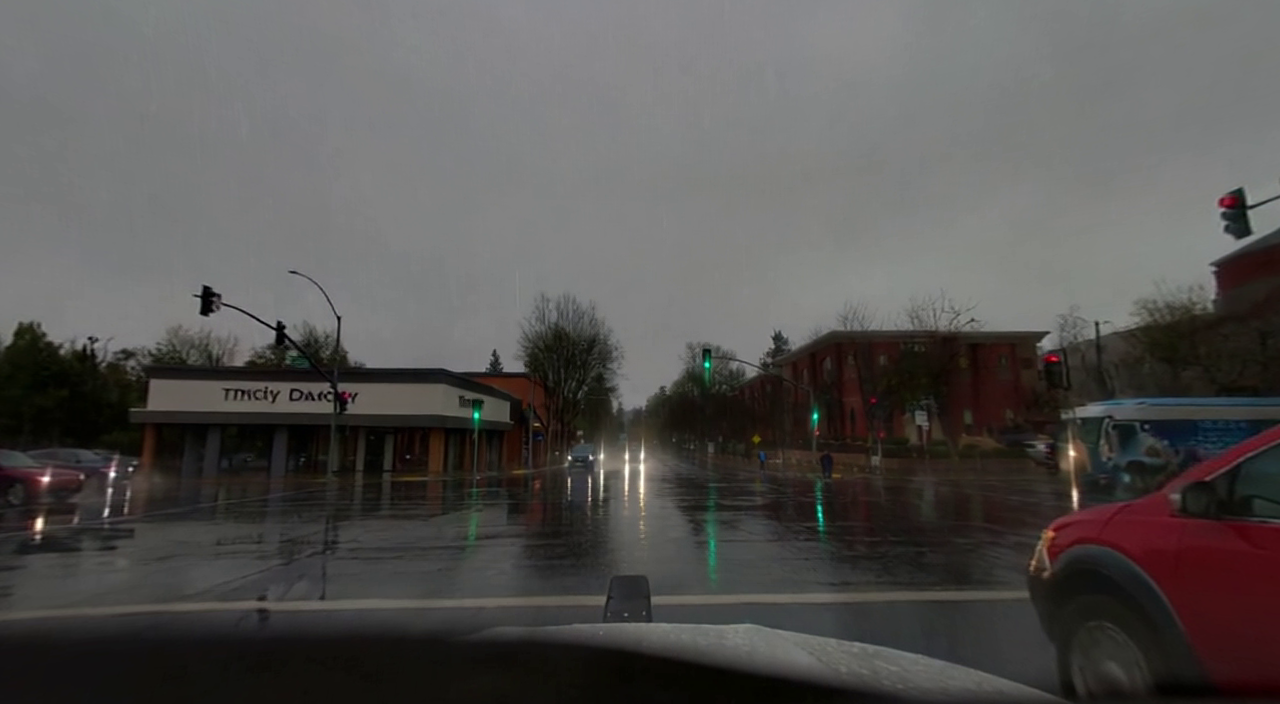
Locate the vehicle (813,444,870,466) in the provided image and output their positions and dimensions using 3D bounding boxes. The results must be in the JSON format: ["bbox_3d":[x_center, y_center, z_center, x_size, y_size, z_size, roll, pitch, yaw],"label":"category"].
[{"bbox_3d":[15.087,7.714,47.442,1.924,1.579,4.084,3,-9,-19],"label":"vehicle"}]

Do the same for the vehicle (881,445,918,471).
[{"bbox_3d":[15.878,6.472,38.735,1.875,1.543,3.853,-3,-9,20],"label":"vehicle"}]

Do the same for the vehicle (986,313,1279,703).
[{"bbox_3d":[2.872,0.625,0.934,2.048,1.725,4.754,0,-8,1],"label":"vehicle"}]

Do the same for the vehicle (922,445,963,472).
[{"bbox_3d":[18.281,6.406,38.269,1.791,1.520,3.649,-3,-9,19],"label":"vehicle"}]

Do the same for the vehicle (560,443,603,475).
[{"bbox_3d":[-3.163,5.875,34.846,1.961,1.658,4.064,0,-8,0],"label":"vehicle"}]
